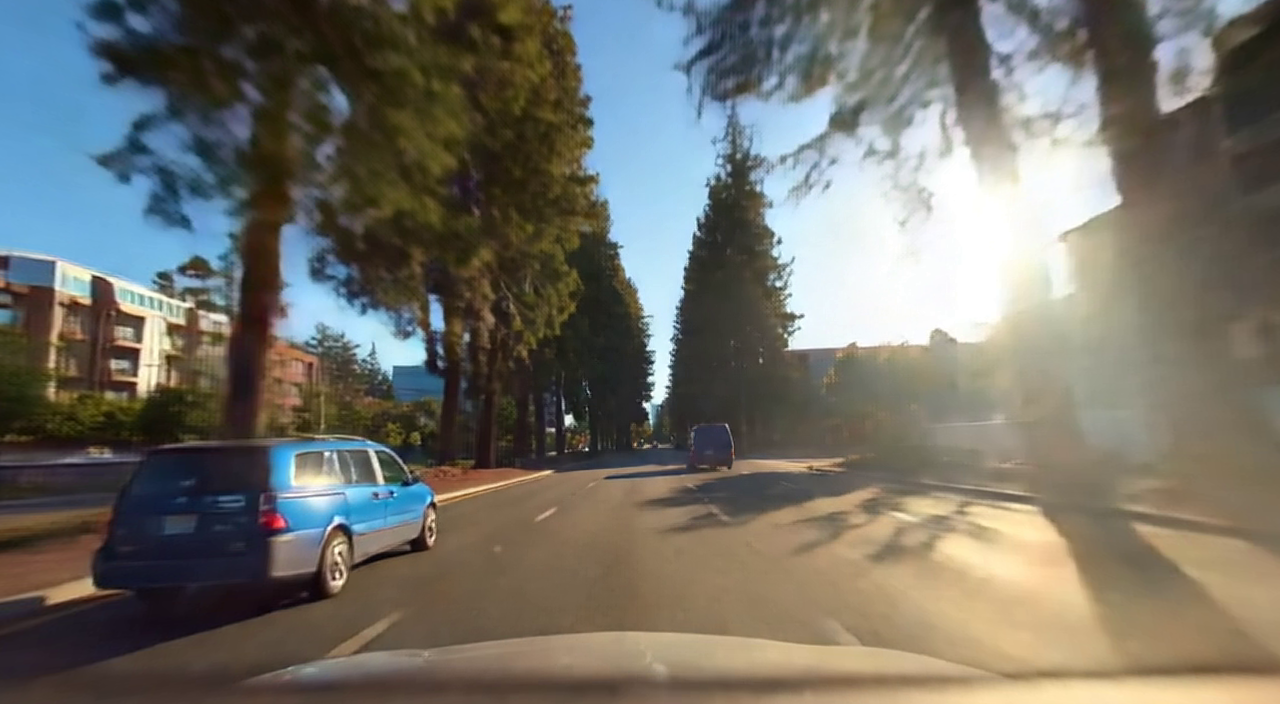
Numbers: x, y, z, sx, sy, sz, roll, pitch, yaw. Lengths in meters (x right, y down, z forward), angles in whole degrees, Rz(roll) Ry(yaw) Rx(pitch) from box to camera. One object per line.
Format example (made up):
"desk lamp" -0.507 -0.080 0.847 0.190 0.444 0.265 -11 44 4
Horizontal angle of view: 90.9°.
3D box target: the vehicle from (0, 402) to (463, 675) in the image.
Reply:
"vehicle" -3.490 1.446 6.090 2.129 1.602 4.532 0 -8 2

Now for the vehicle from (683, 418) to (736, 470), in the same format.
"vehicle" 3.820 5.232 35.687 2.349 2.671 5.744 0 -8 0
